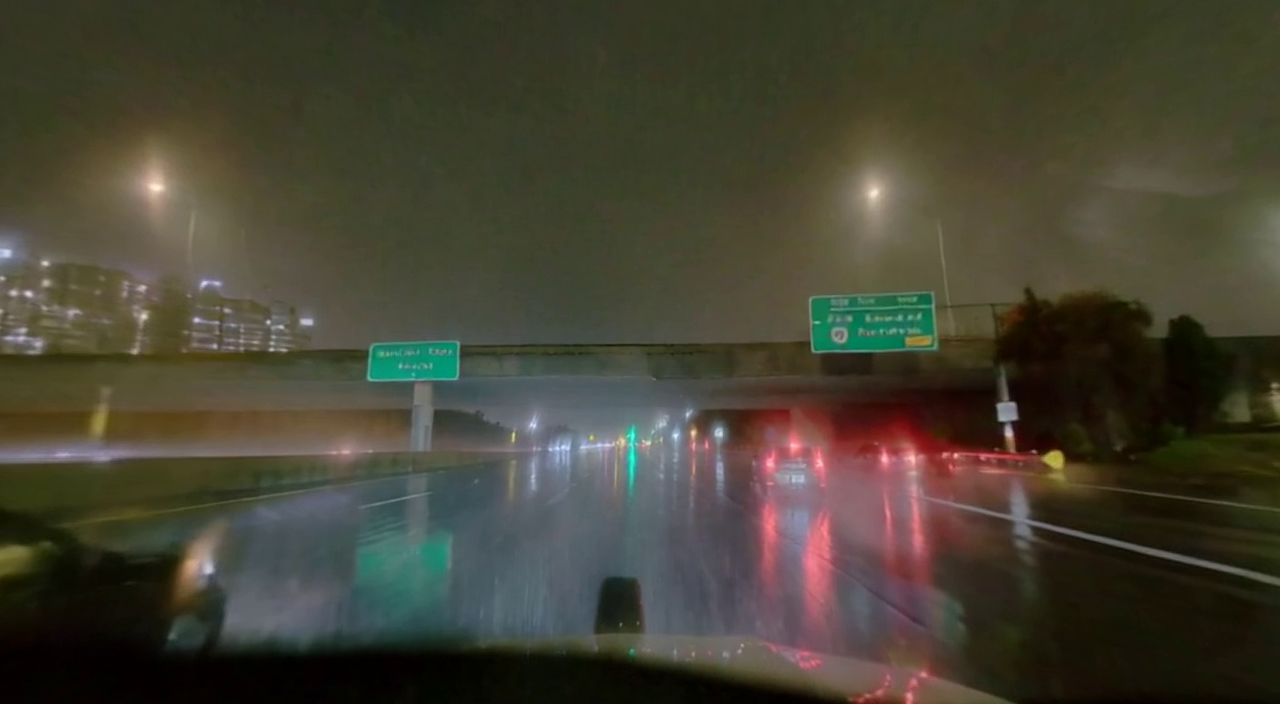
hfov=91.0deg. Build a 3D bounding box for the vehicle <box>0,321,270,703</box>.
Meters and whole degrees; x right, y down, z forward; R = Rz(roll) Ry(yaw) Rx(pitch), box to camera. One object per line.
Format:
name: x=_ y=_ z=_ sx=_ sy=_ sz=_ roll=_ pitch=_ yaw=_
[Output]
vehicle: x=-3.396 y=0.644 z=1.448 sx=2.203 sy=1.734 sz=4.600 roll=0 pitch=-9 yaw=1
